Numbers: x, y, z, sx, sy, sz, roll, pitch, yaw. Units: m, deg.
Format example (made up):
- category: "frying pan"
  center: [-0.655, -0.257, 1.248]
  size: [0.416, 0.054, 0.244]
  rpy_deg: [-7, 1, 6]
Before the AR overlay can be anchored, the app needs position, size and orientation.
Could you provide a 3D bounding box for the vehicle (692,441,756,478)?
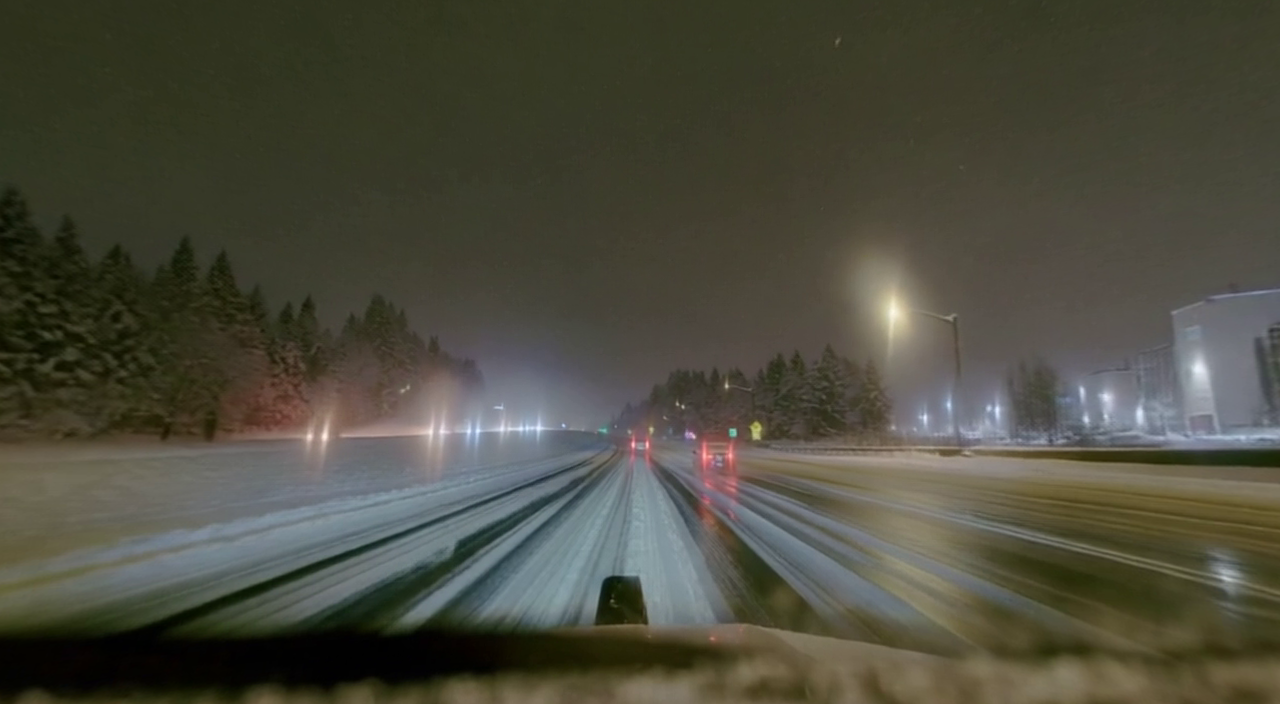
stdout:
- category: "vehicle"
  center: [3.541, 4.633, 27.437]
  size: [2.069, 1.431, 4.313]
  rpy_deg: [0, -8, -2]
